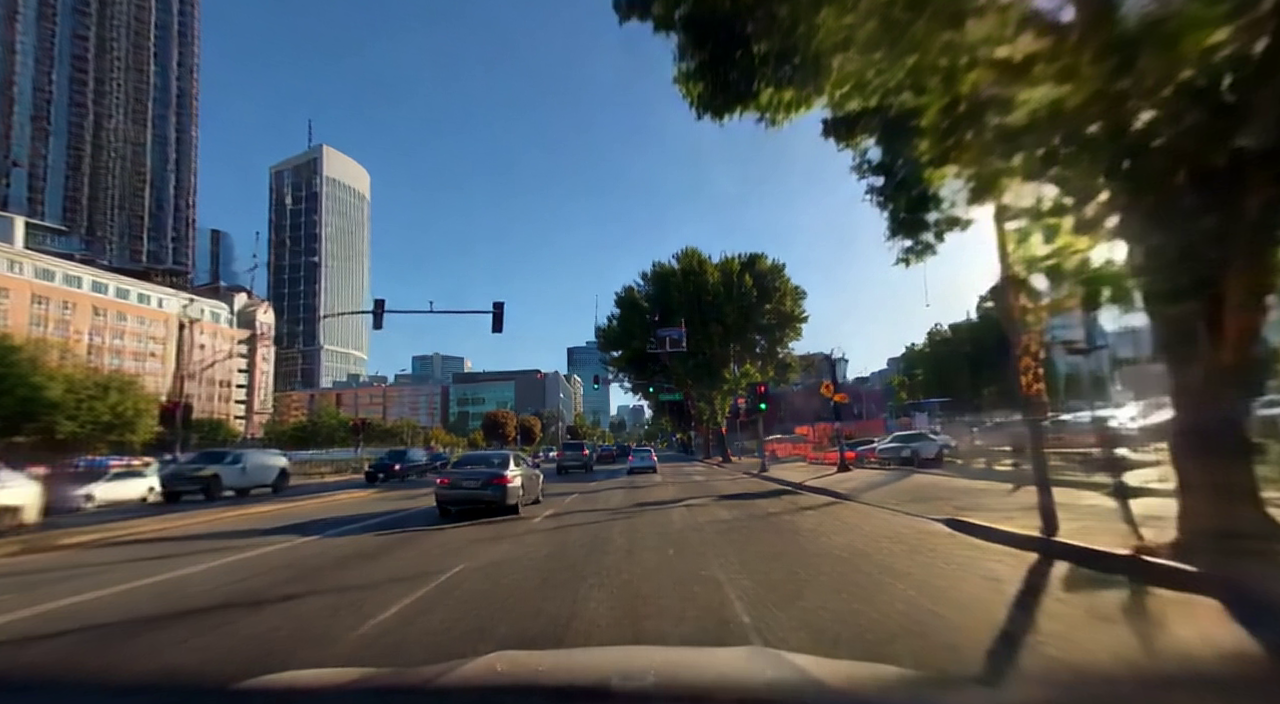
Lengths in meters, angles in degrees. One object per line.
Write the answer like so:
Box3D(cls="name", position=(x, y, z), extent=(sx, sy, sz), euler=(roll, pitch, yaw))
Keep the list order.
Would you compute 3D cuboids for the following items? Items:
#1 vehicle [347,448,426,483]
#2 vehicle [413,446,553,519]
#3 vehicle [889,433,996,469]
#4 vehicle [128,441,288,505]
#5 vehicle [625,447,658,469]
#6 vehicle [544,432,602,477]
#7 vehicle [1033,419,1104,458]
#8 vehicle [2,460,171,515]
Box3D(cls="vehicle", position=(-11.642, 5.191, 29.191), extent=(1.898, 1.498, 3.913), euler=(0, -9, 2))
Box3D(cls="vehicle", position=(-3.390, 2.902, 14.632), extent=(1.959, 1.406, 4.527), euler=(0, -9, 2))
Box3D(cls="vehicle", position=(13.444, 4.372, 28.078), extent=(4.061, 1.465, 1.803), euler=(2, -8, -17))
Box3D(cls="vehicle", position=(-15.463, 4.316, 23.042), extent=(2.270, 1.978, 5.032), euler=(-3, -9, 0))
Box3D(cls="vehicle", position=(0.118, 7.211, 43.178), extent=(2.171, 1.422, 4.146), euler=(0, -9, 1))
Box3D(cls="vehicle", position=(-3.202, 5.079, 31.336), extent=(2.240, 2.054, 4.662), euler=(0, -9, 2))
Box3D(cls="vehicle", position=(23.677, 4.798, 34.721), extent=(2.304, 1.936, 5.023), euler=(-8, -12, 42))
Box3D(cls="vehicle", position=(-19.334, 4.706, 22.362), extent=(1.965, 1.539, 4.461), euler=(-4, -9, 1))
